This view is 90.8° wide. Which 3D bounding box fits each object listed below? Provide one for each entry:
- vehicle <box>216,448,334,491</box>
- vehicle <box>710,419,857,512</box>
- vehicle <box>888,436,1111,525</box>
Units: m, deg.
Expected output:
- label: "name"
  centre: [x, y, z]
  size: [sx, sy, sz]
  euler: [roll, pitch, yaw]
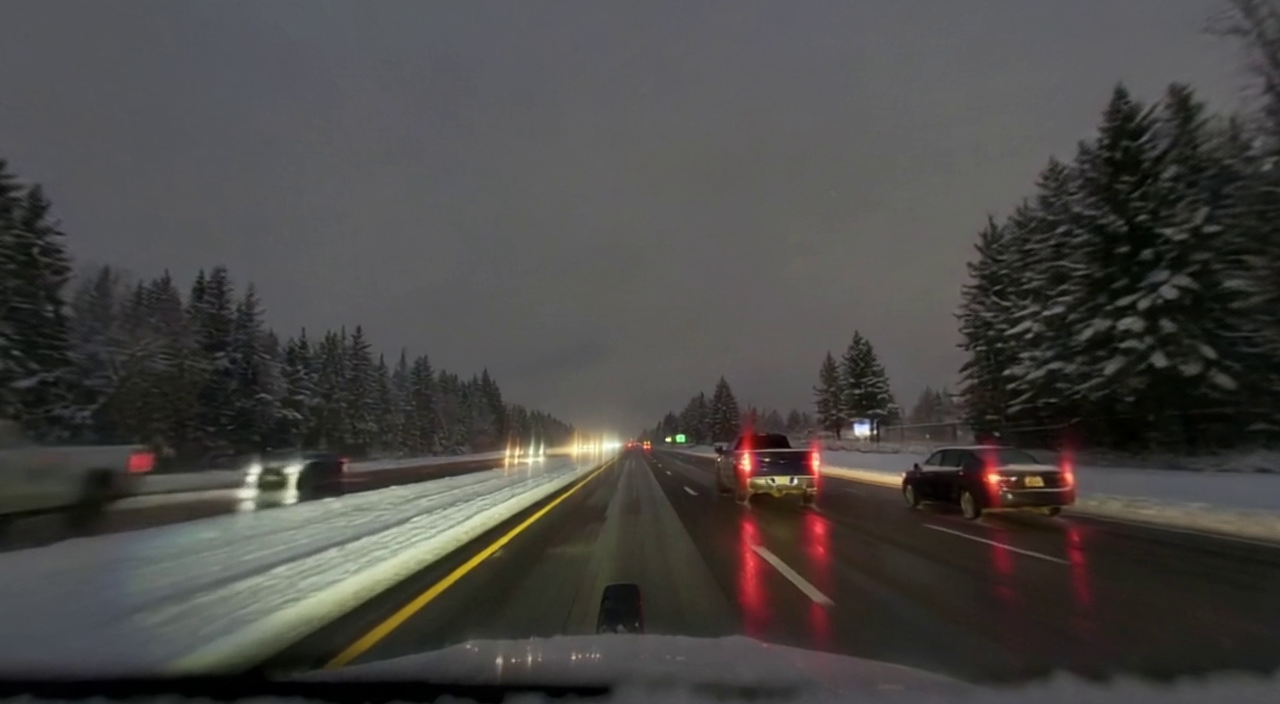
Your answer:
- label: "vehicle"
  centre: [-14.096, 4.538, 24.799]
  size: [1.892, 1.488, 4.752]
  euler: [0, -9, -2]
- label: "vehicle"
  centre: [3.086, 2.605, 14.915]
  size: [2.258, 1.824, 4.908]
  euler: [0, -9, -1]
- label: "vehicle"
  centre: [6.819, 2.457, 12.635]
  size: [2.009, 1.456, 4.097]
  euler: [0, -9, -1]
